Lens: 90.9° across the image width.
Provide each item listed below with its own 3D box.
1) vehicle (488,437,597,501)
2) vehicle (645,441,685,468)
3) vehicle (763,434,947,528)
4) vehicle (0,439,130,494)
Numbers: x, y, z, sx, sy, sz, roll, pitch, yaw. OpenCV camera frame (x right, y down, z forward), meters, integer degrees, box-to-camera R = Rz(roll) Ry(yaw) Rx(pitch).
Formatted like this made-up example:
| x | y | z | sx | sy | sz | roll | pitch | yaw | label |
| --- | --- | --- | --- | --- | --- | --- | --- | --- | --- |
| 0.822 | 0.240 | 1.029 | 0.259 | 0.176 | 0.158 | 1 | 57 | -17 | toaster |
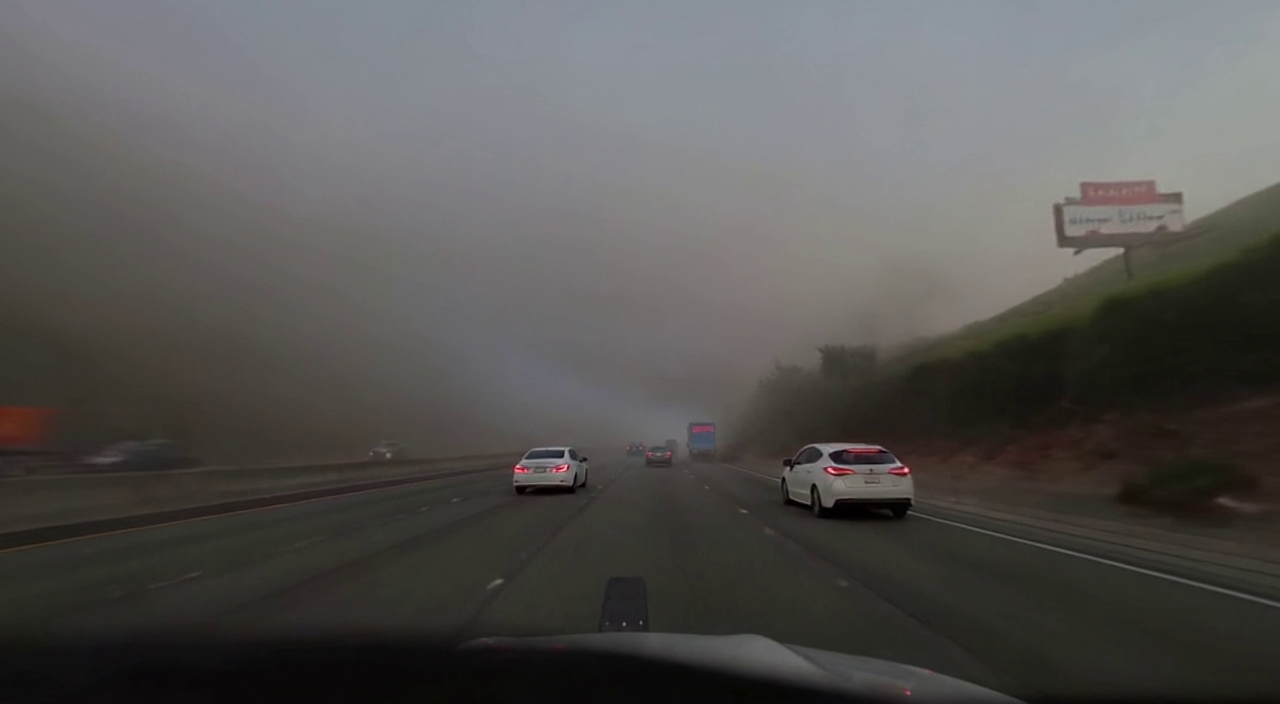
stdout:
| x | y | z | sx | sy | sz | roll | pitch | yaw | label |
| --- | --- | --- | --- | --- | --- | --- | --- | --- | --- |
| -2.478 | 3.119 | 17.369 | 2.031 | 1.491 | 4.792 | -1 | -8 | 3 | vehicle |
| 1.484 | 5.988 | 37.086 | 2.202 | 1.467 | 3.929 | -1 | -8 | 2 | vehicle |
| 3.863 | 2.383 | 12.276 | 2.013 | 1.464 | 4.317 | 1 | -8 | -1 | vehicle |
| -19.707 | 3.667 | 20.624 | 2.238 | 1.585 | 4.473 | 0 | -8 | 1 | vehicle |
